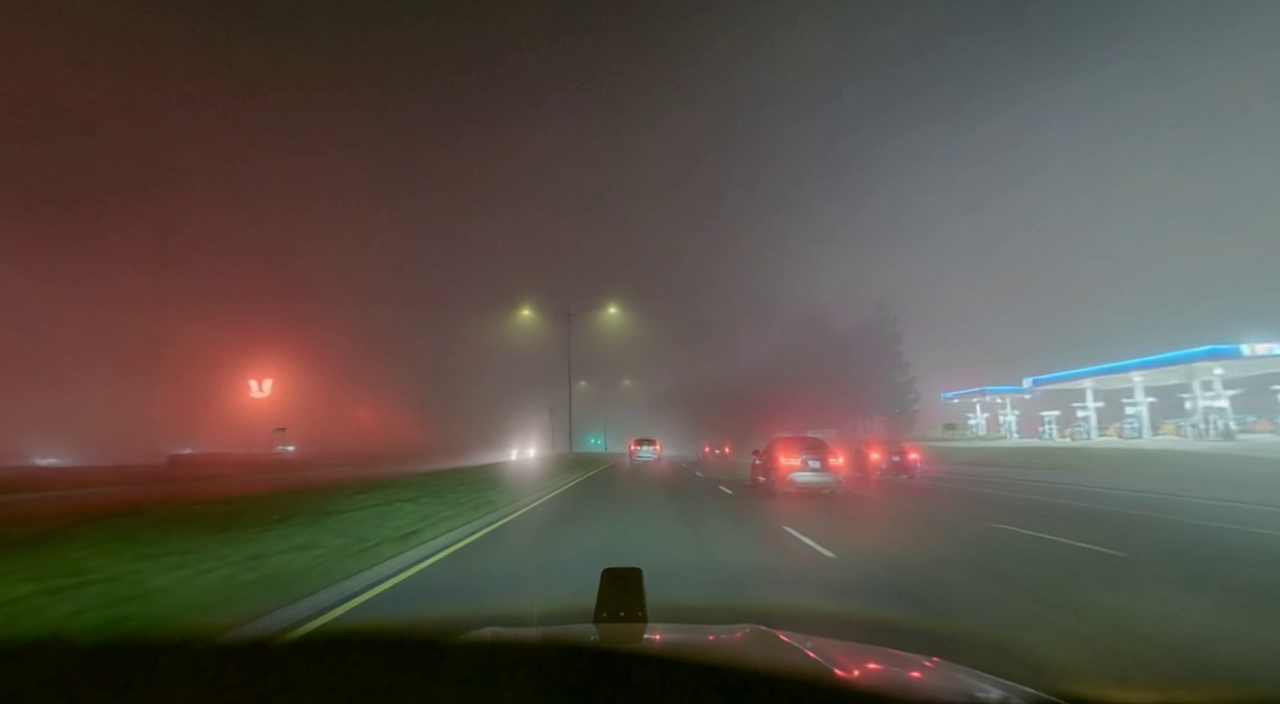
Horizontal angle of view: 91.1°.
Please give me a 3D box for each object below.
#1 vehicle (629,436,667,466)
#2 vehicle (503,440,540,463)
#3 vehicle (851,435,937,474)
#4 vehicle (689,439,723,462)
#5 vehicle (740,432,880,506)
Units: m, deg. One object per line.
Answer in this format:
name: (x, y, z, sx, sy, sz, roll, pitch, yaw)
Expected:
vehicle: (0.482, 5.872, 37.355, 2.172, 1.694, 4.055, 0, -8, 1)
vehicle: (-9.351, 7.883, 49.877, 2.004, 1.683, 4.290, 0, -8, 1)
vehicle: (10.718, 4.337, 26.817, 1.906, 1.488, 4.251, 0, -8, 0)
vehicle: (4.579, 6.906, 44.062, 1.980, 1.515, 4.362, 0, -8, 0)
vehicle: (3.899, 2.773, 15.436, 2.119, 1.509, 4.756, 0, -8, 0)
